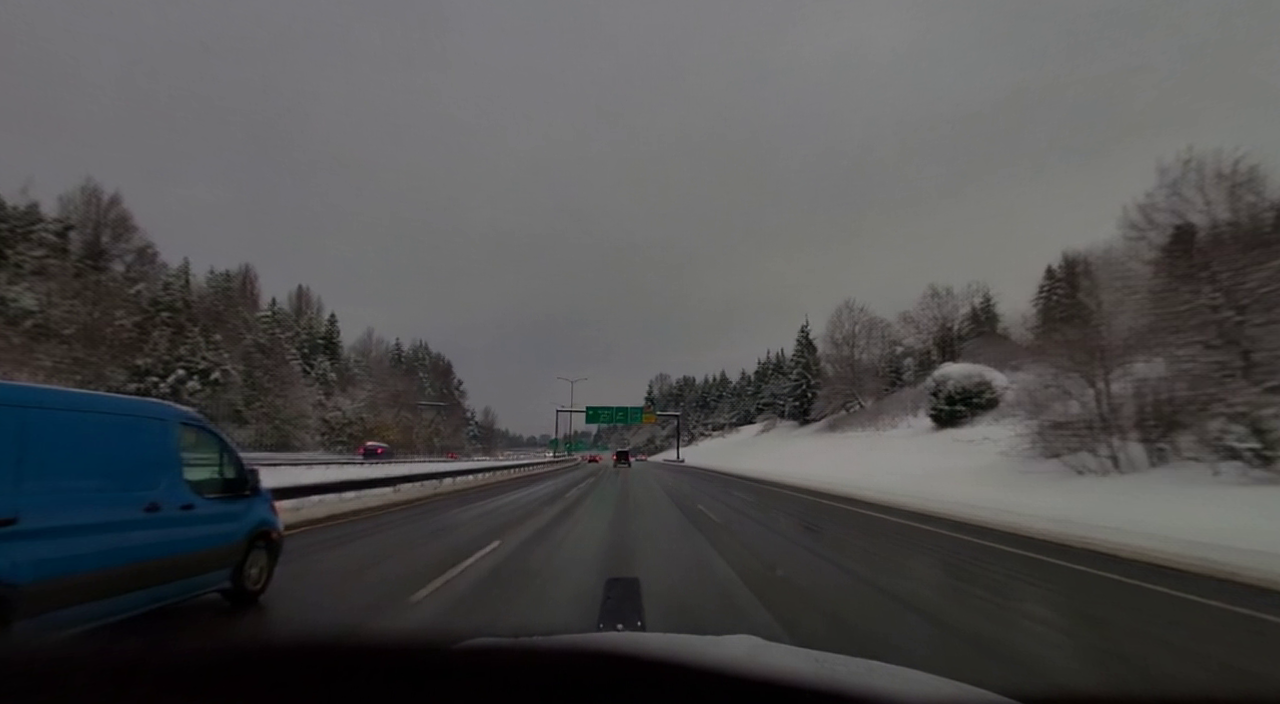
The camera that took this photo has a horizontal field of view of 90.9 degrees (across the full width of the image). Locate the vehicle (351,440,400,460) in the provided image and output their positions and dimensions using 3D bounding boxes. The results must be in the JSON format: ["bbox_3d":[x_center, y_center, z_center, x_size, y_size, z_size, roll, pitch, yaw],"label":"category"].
[{"bbox_3d":[-19.933,7.402,47.668,1.901,1.465,4.173,0,-9,0],"label":"vehicle"}]

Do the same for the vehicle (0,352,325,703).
[{"bbox_3d":[-4.155,1.067,4.104,1.971,1.795,4.389,0,-9,-1],"label":"vehicle"}]
